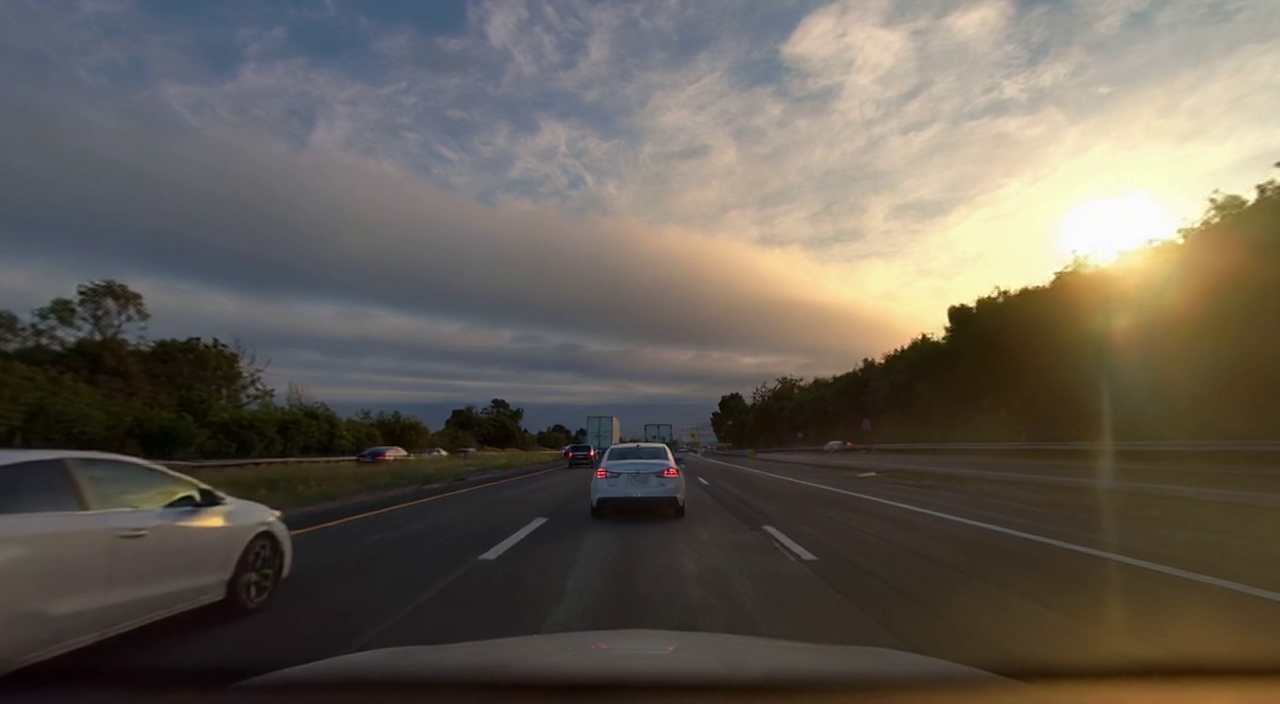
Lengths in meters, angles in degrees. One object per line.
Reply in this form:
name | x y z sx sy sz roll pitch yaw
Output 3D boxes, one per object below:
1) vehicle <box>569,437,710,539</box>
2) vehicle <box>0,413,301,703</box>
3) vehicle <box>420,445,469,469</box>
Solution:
vehicle | -0.029 2.297 11.210 2.057 1.449 3.931 0 -9 -1
vehicle | -4.105 1.136 3.547 1.929 1.509 4.331 0 -9 1
vehicle | -14.381 7.739 46.536 1.998 1.685 4.606 0 -9 2
